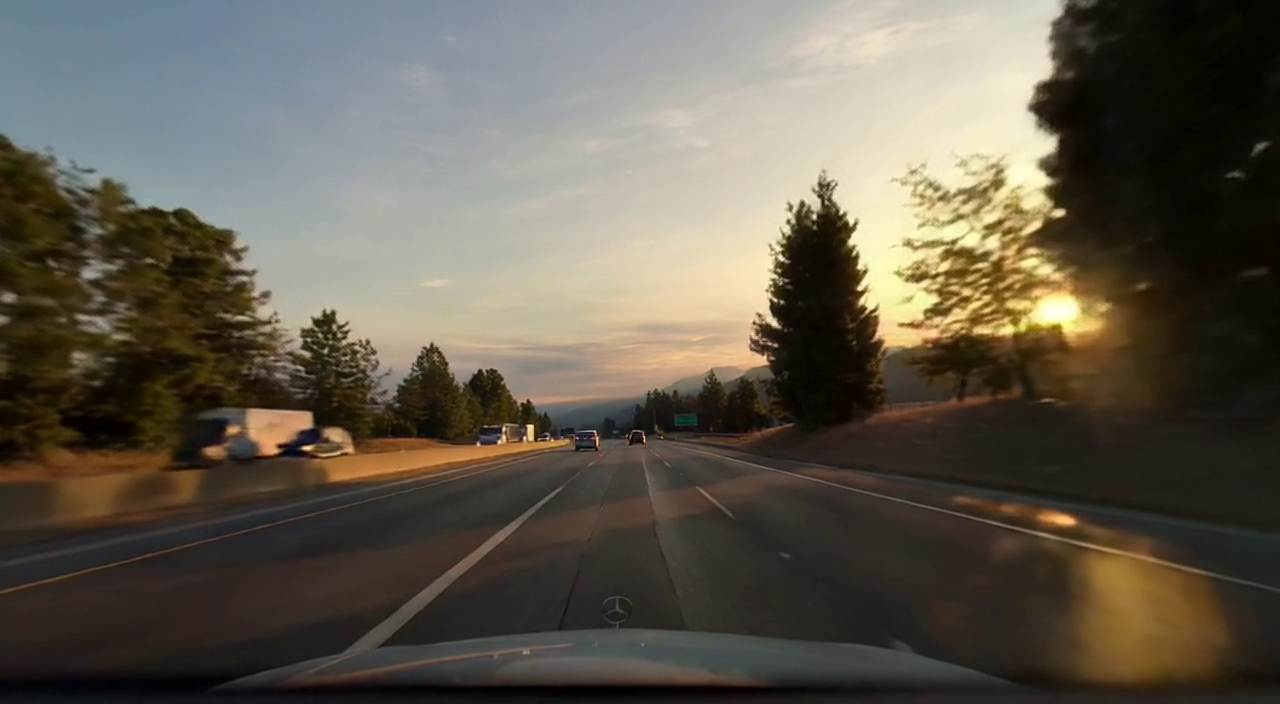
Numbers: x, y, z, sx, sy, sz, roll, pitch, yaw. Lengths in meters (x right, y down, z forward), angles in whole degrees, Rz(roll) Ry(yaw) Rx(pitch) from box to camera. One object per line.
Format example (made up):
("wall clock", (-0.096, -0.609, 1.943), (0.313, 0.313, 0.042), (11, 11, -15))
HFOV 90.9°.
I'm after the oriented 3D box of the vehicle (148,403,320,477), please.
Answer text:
("vehicle", (-16.989, 3.776, 27.154), (2.576, 2.747, 7.278), (0, -8, -1))
